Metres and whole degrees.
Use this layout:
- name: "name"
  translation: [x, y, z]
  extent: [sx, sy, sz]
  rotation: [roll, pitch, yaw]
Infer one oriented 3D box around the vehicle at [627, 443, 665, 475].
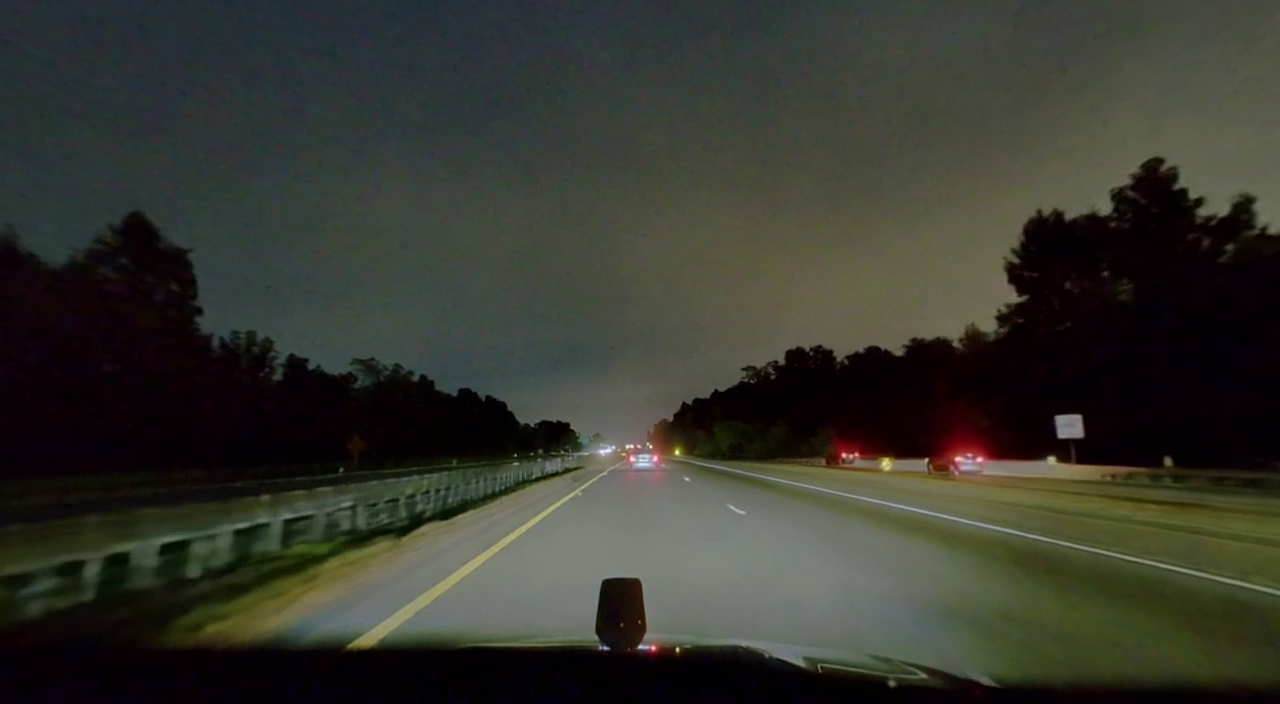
- name: "vehicle"
  translation: [0.290, 5.863, 34.671]
  extent: [1.987, 1.658, 3.620]
  rotation: [0, -9, 0]
